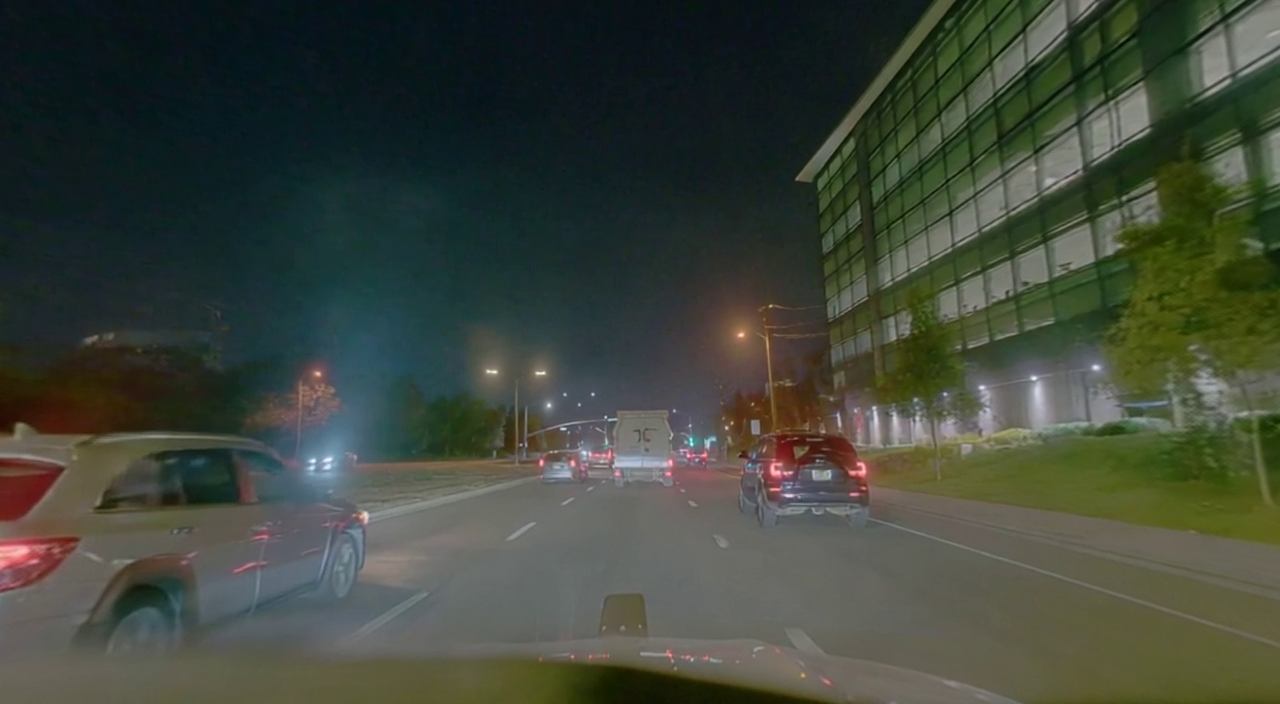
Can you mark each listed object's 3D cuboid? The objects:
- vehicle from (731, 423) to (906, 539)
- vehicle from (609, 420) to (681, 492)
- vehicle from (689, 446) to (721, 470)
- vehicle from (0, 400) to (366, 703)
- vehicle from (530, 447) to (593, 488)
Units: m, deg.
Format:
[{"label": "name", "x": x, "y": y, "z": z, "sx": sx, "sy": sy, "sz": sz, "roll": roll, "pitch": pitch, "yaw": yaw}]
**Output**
[{"label": "vehicle", "x": 3.313, "y": 2.497, "z": 12.809, "sx": 2.283, "sy": 1.923, "sz": 4.427, "roll": 0, "pitch": -8, "yaw": 0}, {"label": "vehicle", "x": 0.322, "y": 3.969, "z": 24.244, "sx": 2.457, "sy": 2.440, "sz": 5.486, "roll": 0, "pitch": -9, "yaw": 3}, {"label": "vehicle", "x": 4.721, "y": 7.787, "z": 46.262, "sx": 2.092, "sy": 1.696, "sz": 4.218, "roll": 0, "pitch": -9, "yaw": 2}, {"label": "vehicle", "x": -3.608, "y": 1.242, "z": 4.025, "sx": 1.934, "sy": 1.643, "sz": 3.718, "roll": 0, "pitch": -9, "yaw": 1}, {"label": "vehicle", "x": -3.268, "y": 4.885, "z": 26.958, "sx": 1.984, "sy": 1.567, "sz": 4.311, "roll": 0, "pitch": -9, "yaw": 2}]
